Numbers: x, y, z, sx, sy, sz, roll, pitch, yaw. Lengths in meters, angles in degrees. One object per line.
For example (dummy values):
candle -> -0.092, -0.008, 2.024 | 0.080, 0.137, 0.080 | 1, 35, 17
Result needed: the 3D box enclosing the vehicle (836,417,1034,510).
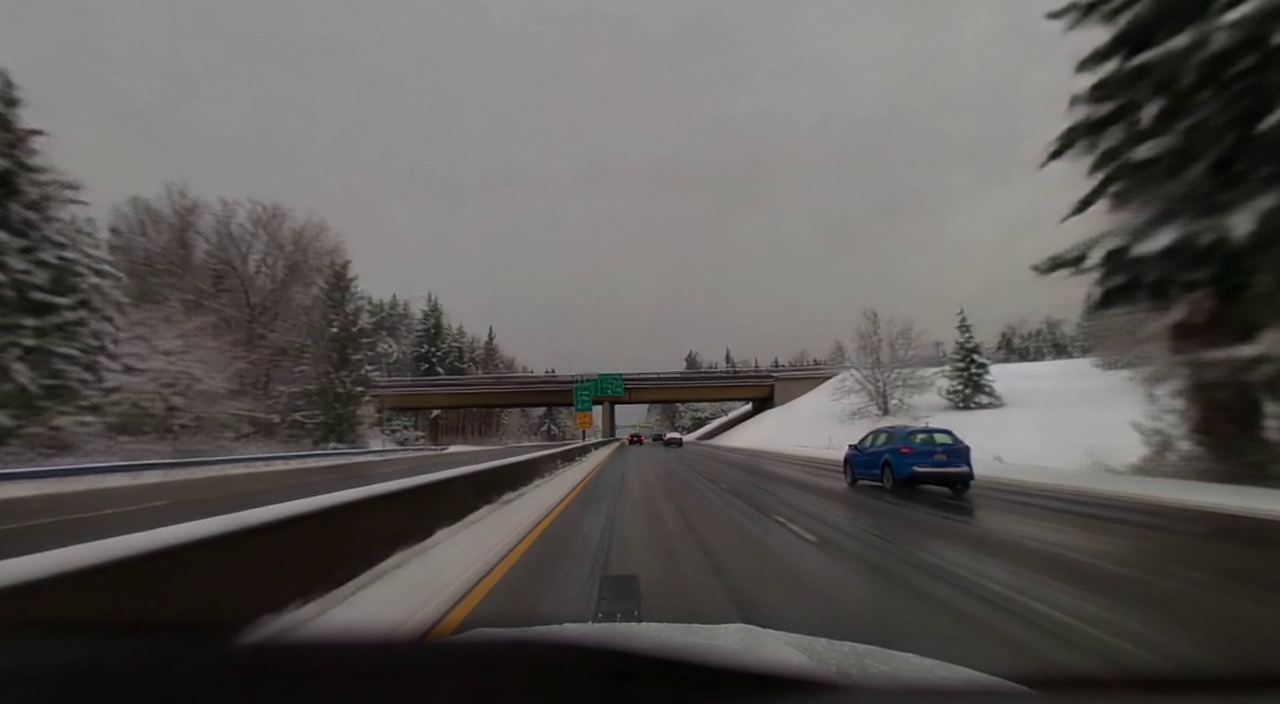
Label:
vehicle -> 5.726, 2.194, 12.929 | 1.940, 1.578, 4.122 | 0, -8, -2
